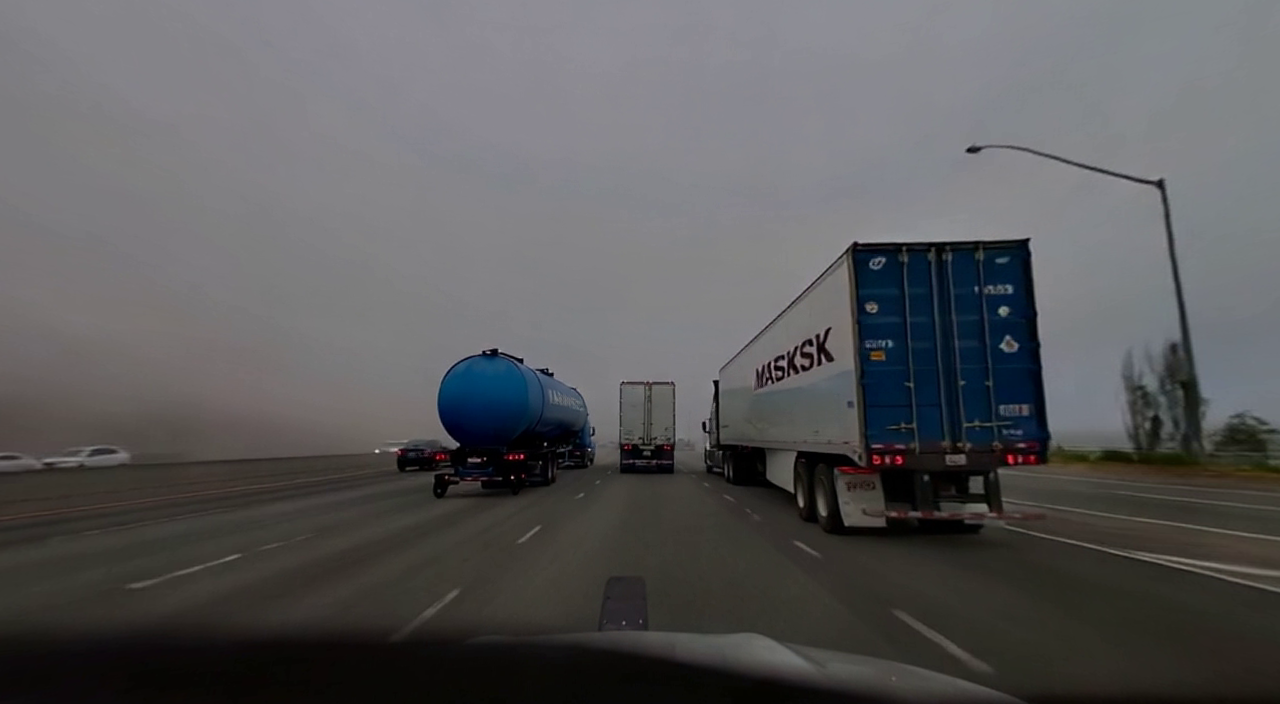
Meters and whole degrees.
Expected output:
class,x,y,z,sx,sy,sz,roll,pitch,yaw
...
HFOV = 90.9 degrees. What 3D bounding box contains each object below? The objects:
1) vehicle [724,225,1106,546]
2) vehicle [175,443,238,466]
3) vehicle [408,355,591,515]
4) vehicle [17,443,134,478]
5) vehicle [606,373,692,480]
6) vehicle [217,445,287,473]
class,x,y,z,sx,sy,sz,roll,pitch,yaw
vehicle,4.450,1.410,15.420,2.887,4.178,14.553,0,-8,0
vehicle,-27.353,6.487,39.906,1.523,1.373,3.357,0,-8,1
vehicle,-3.270,2.468,18.370,2.786,3.228,11.082,0,-8,0
vehicle,-31.118,5.970,34.997,2.155,1.780,4.716,0,-8,-1
vehicle,0.399,4.033,32.064,3.097,3.856,18.209,0,-8,0
vehicle,-20.114,5.511,32.828,1.457,1.354,3.284,0,-8,2
